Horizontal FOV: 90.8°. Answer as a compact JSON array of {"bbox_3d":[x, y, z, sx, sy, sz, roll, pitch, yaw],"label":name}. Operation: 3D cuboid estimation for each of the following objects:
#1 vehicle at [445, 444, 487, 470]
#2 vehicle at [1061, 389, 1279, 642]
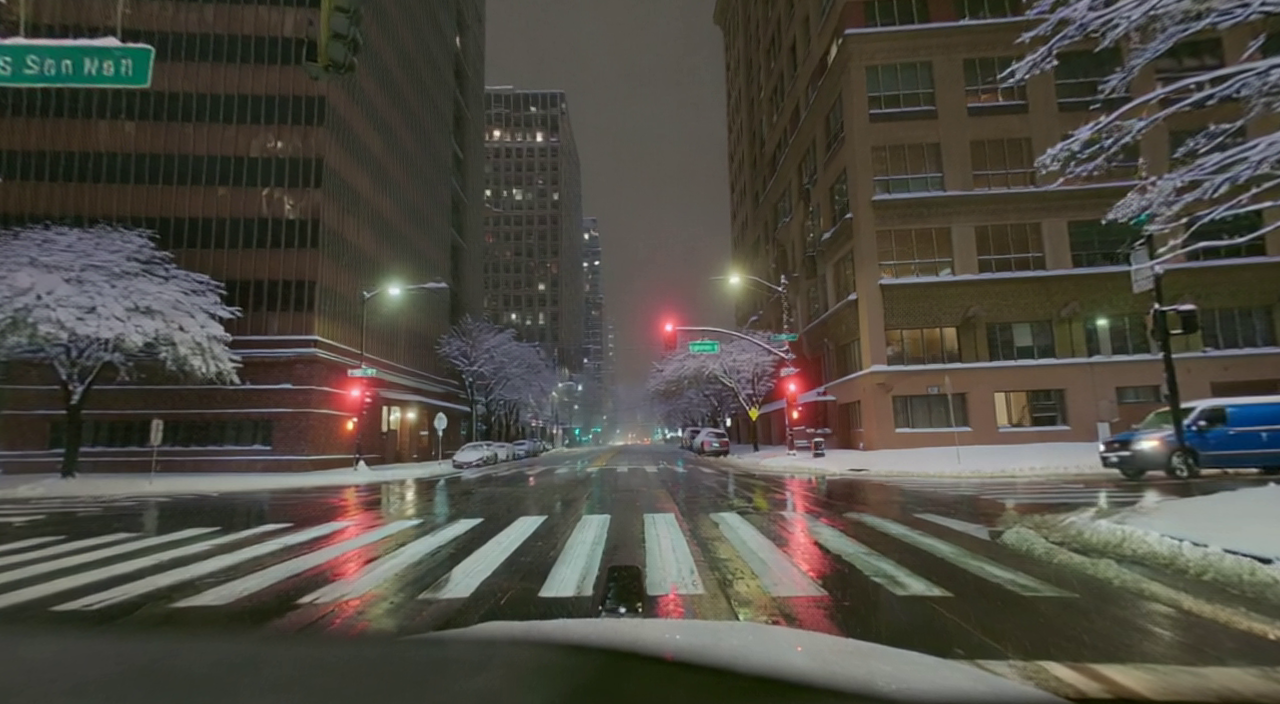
[{"bbox_3d":[-12.449,7.512,45.385,1.935,1.639,4.244,-3,-8,-2],"label":"vehicle"},{"bbox_3d":[5.651,1.135,4.298,2.070,1.804,4.881,0,-8,-2],"label":"vehicle"}]
